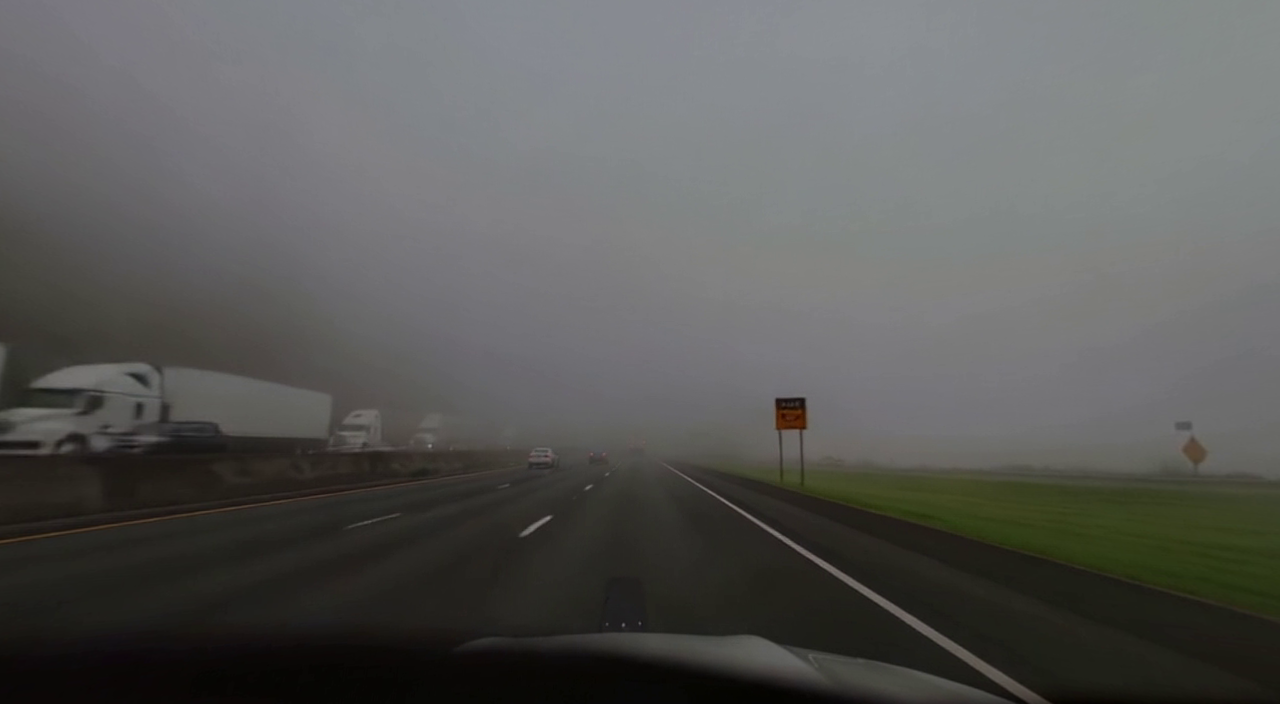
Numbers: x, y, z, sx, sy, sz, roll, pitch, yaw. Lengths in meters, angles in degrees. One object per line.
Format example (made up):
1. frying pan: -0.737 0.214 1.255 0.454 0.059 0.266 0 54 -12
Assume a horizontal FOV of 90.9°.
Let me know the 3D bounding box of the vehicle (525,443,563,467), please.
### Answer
1. vehicle: -7.227 7.815 47.887 2.122 1.685 4.714 0 -9 0

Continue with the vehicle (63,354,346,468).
1. vehicle: -18.508 3.163 29.175 2.834 3.974 14.371 0 -9 0

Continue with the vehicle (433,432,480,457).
1. vehicle: -14.069 7.185 48.572 2.133 1.816 5.142 0 -9 -1

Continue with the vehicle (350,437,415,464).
1. vehicle: -14.321 5.515 35.335 1.841 1.428 4.119 0 -9 1

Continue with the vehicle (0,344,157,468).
1. vehicle: -18.473 1.816 20.626 2.963 3.801 2.502 0 -9 0

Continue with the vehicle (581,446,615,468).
1. vehicle: -3.011 7.652 46.058 2.076 1.453 4.094 0 -9 2

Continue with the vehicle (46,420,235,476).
1. vehicle: -14.360 2.834 18.547 2.014 1.444 4.352 0 -9 -1
